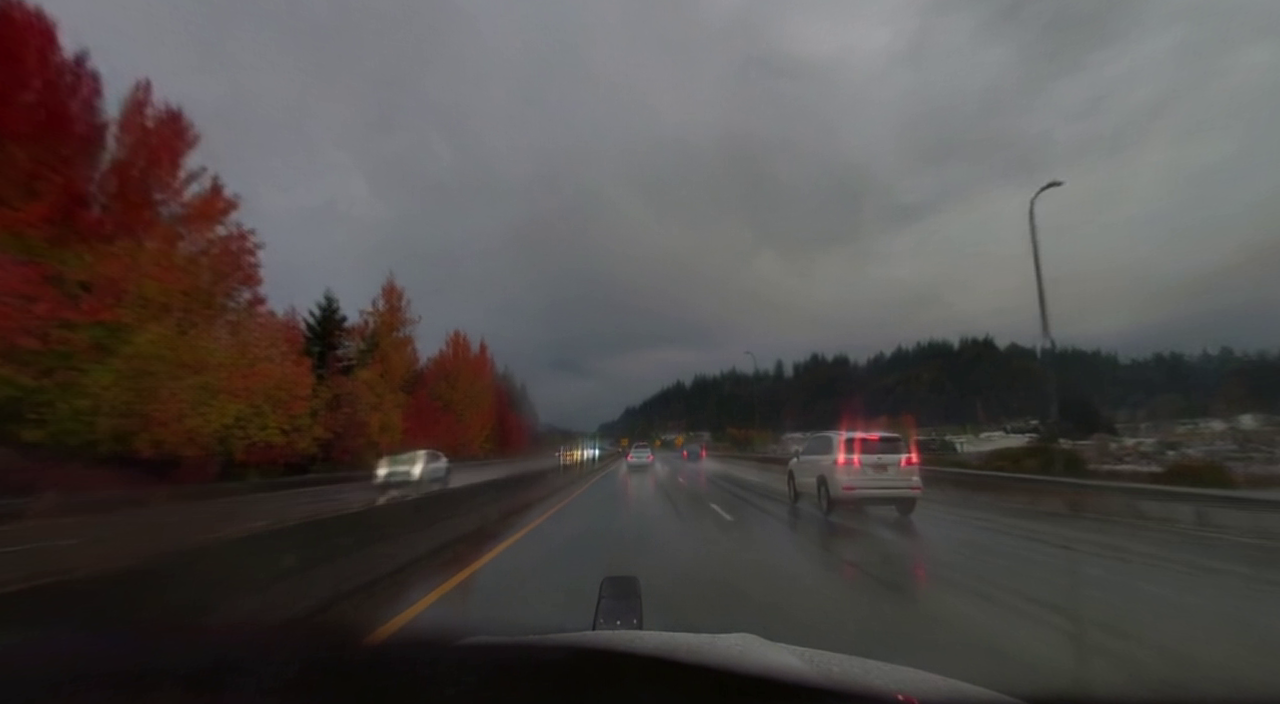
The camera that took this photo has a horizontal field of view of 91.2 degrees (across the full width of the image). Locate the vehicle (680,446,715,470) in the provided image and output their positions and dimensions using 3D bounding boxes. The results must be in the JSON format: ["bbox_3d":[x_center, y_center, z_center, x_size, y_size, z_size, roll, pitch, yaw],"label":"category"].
[{"bbox_3d":[3.881,7.275,43.115,1.959,1.528,4.207,0,-9,-1],"label":"vehicle"}]

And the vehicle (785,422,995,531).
[{"bbox_3d":[4.522,2.347,12.291,2.250,1.718,4.358,0,-9,-1],"label":"vehicle"}]

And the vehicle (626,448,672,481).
[{"bbox_3d":[0.376,5.246,29.493,2.037,1.418,3.793,0,-9,-1],"label":"vehicle"}]
